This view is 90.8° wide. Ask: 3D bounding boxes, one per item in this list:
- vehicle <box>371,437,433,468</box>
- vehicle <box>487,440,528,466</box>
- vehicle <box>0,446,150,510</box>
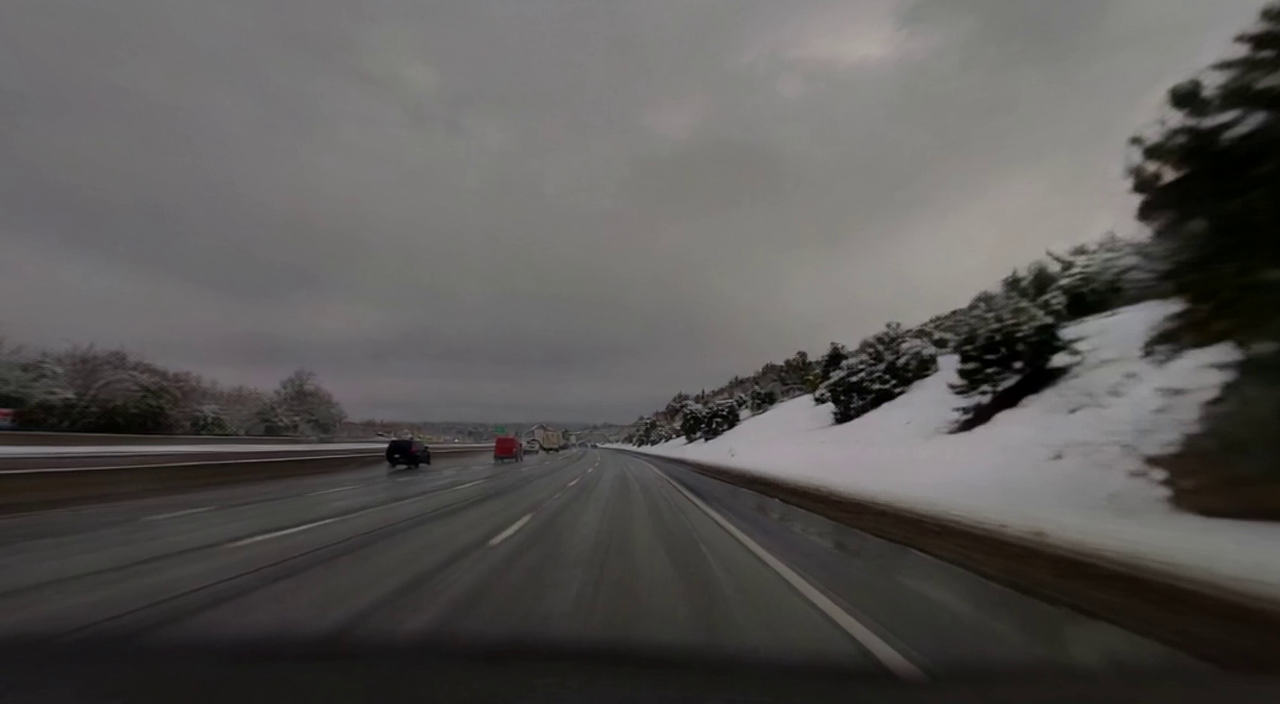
[{"bbox_3d":[-16.015,6.771,42.851,2.240,1.953,5.452,0,-9,-2],"label":"vehicle"},{"bbox_3d":[-9.322,7.126,44.723,2.104,1.715,4.319,0,-9,-2],"label":"vehicle"},{"bbox_3d":[-15.364,3.137,16.220,1.955,1.429,4.575,0,-9,-1],"label":"vehicle"}]
